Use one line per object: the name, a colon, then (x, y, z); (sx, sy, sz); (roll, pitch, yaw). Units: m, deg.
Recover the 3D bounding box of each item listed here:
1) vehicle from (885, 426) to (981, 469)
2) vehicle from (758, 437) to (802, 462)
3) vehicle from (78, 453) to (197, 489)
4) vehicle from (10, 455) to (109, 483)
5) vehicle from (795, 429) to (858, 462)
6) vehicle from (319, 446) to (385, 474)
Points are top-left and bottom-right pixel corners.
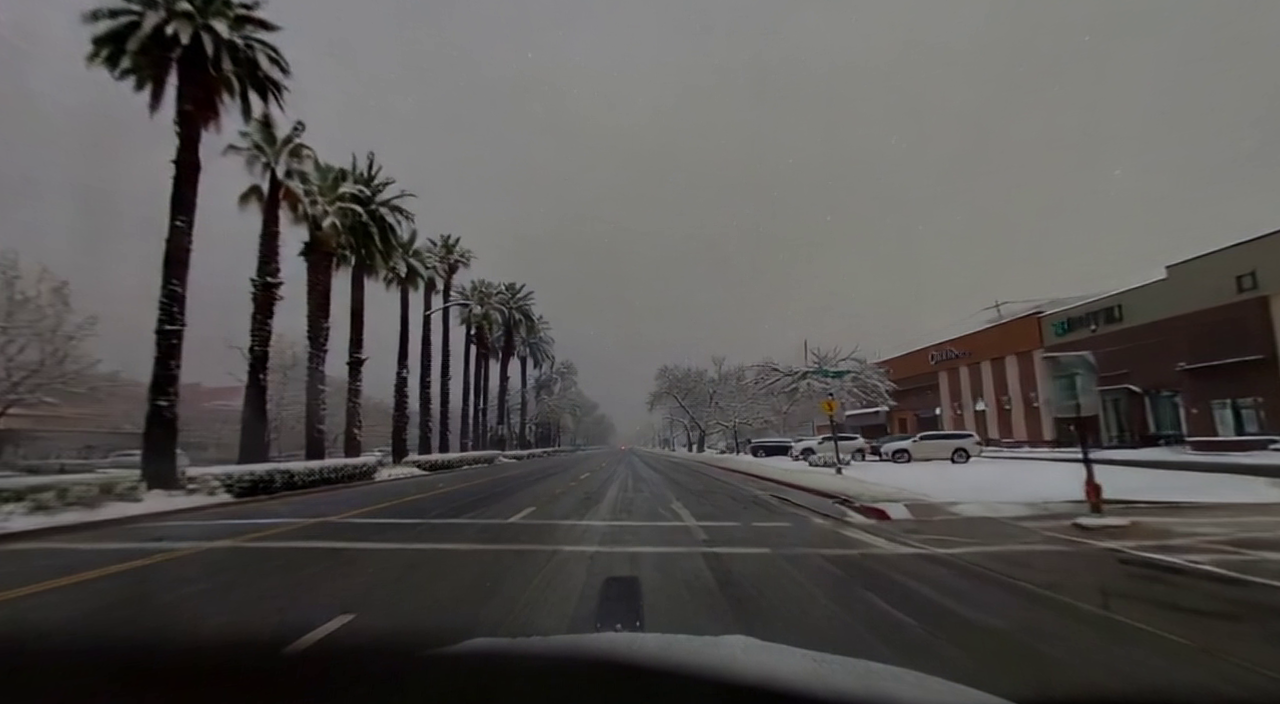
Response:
vehicle: (12.600, 4.174, 27.544); (1.909, 1.686, 4.670); (0, -9, 0)
vehicle: (9.106, 6.395, 41.369); (2.007, 1.525, 4.492); (0, -9, 2)
vehicle: (-23.158, 5.467, 29.361); (1.880, 1.480, 4.451); (0, -9, -1)
vehicle: (-37.031, 7.454, 40.364); (4.327, 1.474, 1.858); (-2, -7, -6)
vehicle: (11.851, 6.030, 40.632); (2.332, 1.937, 5.400); (0, -9, -1)
vehicle: (-16.464, 6.187, 36.314); (1.870, 1.504, 3.993); (0, -9, 0)
